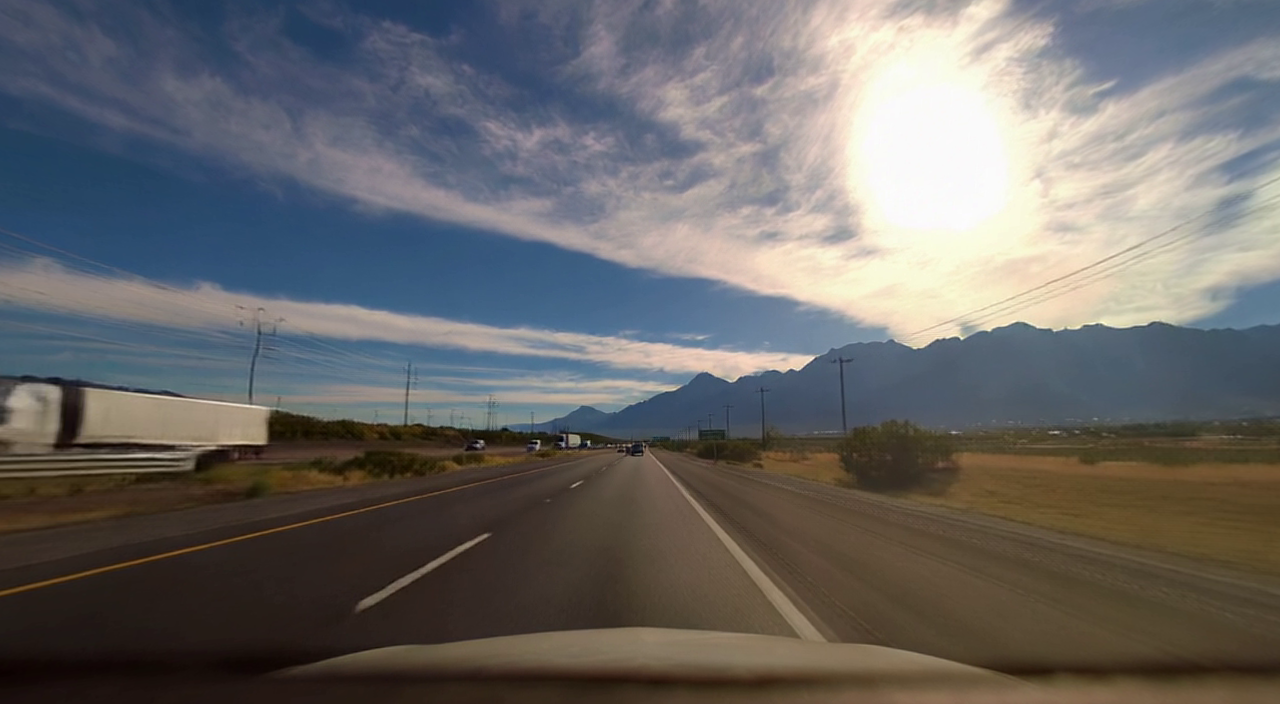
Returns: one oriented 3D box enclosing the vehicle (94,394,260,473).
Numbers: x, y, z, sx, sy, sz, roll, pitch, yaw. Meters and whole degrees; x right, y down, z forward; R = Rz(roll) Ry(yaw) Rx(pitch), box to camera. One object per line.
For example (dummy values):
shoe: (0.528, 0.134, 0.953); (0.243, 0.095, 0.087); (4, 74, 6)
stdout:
vehicle: (-25.149, 4.605, 34.966); (2.898, 3.850, 8.138); (0, -9, 0)

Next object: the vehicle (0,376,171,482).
vehicle: (-25.174, 3.431, 27.292); (2.889, 3.867, 8.576); (0, -9, 0)
